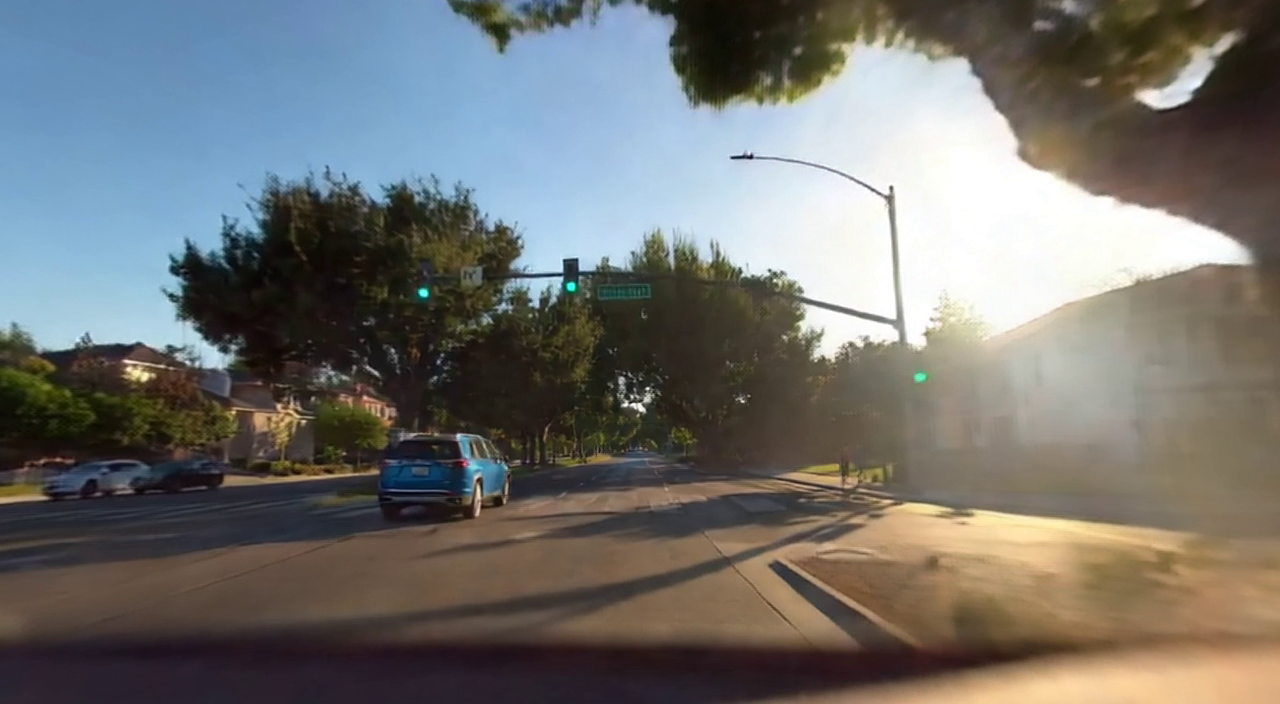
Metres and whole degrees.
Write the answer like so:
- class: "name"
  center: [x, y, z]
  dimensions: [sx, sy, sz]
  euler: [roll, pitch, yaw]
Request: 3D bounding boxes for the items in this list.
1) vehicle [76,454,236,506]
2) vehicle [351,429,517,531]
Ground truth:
- class: "vehicle"
  center: [-16.606, 4.386, 22.071]
  dimensions: [1.941, 1.495, 4.713]
  euler: [0, -8, -1]
- class: "vehicle"
  center: [-3.993, 2.531, 13.153]
  dimensions: [1.993, 1.733, 4.262]
  euler: [0, -8, 0]
